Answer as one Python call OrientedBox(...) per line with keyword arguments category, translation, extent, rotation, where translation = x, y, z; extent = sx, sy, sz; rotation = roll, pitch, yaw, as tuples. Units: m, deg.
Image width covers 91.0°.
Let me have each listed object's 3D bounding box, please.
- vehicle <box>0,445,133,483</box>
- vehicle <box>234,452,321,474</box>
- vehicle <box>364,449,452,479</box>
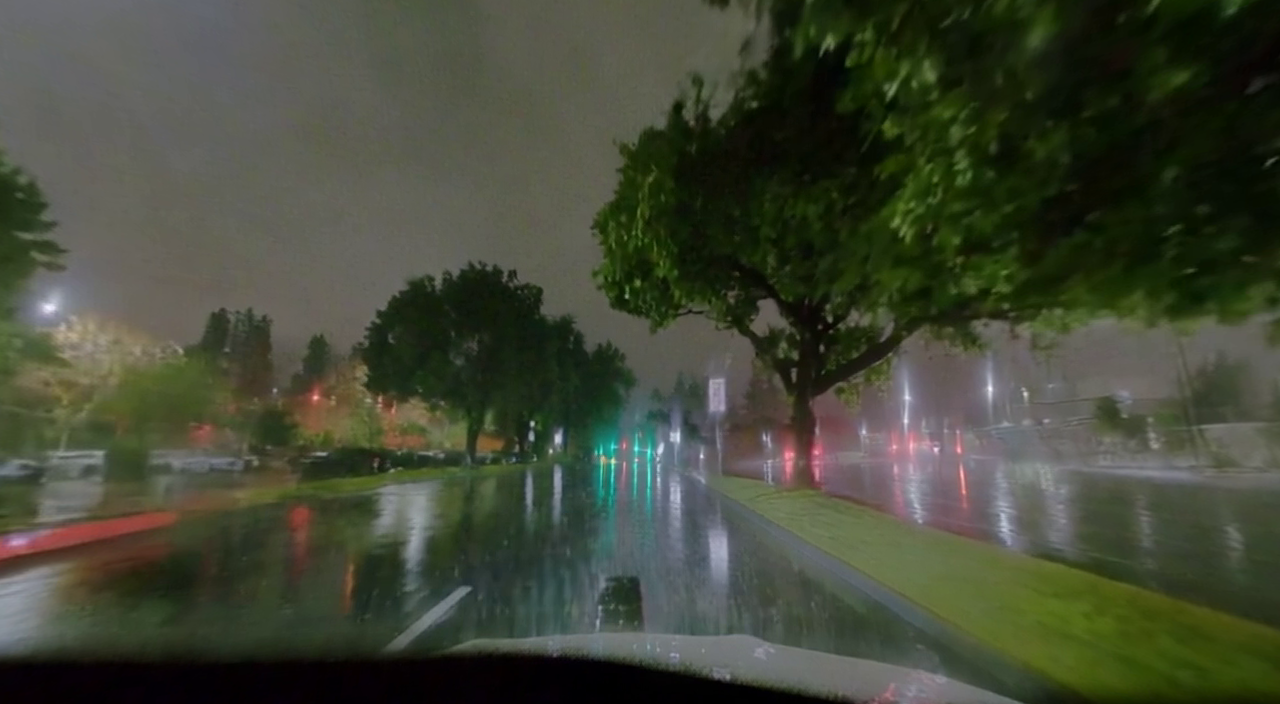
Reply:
OrientedBox(category="vehicle", translation=(-26.878, 5.212, 29.403), extent=(4.456, 1.665, 2.161), rotation=(0, -9, 0))
OrientedBox(category="vehicle", translation=(-26.734, 8.185, 46.555), extent=(5.024, 1.494, 2.242), rotation=(0, -8, 1))
OrientedBox(category="vehicle", translation=(-13.803, 6.641, 37.572), extent=(4.422, 1.694, 2.026), rotation=(0, -9, 1))
